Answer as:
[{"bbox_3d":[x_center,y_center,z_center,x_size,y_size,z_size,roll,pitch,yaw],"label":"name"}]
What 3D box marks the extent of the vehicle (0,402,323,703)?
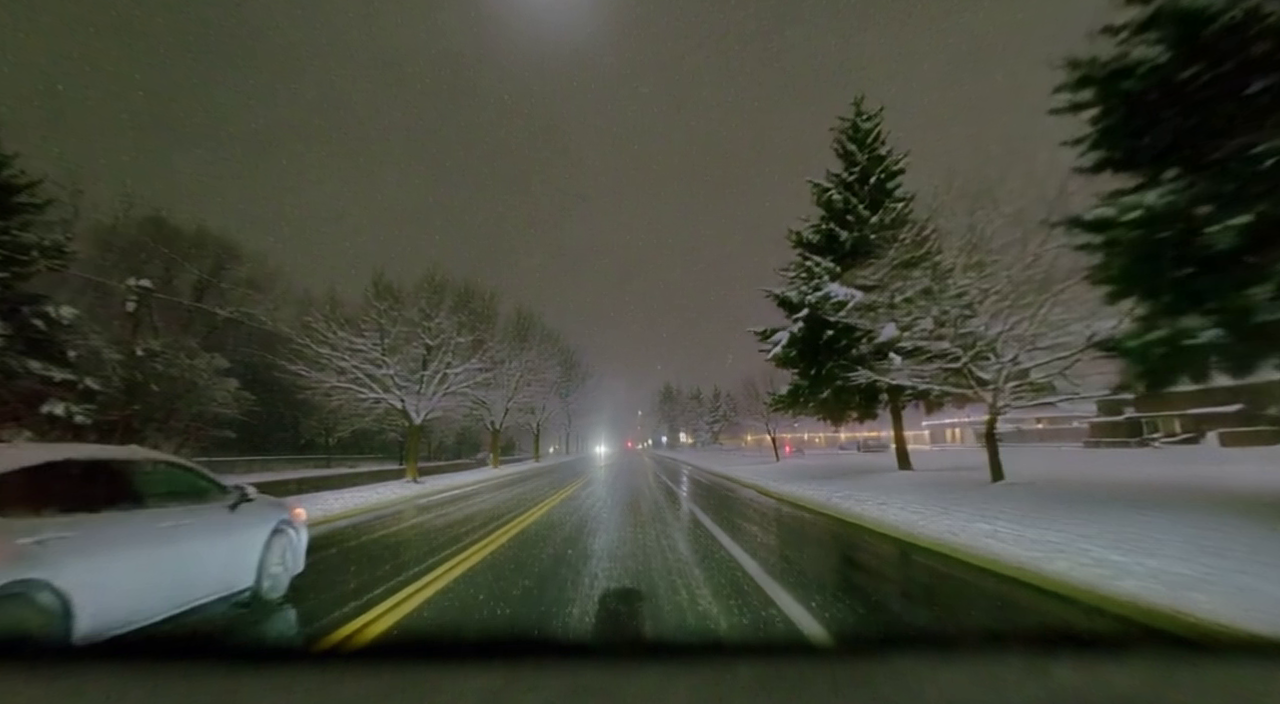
[{"bbox_3d":[-3.640,1.082,3.199,2.030,1.550,3.925,0,-8,0],"label":"vehicle"}]
